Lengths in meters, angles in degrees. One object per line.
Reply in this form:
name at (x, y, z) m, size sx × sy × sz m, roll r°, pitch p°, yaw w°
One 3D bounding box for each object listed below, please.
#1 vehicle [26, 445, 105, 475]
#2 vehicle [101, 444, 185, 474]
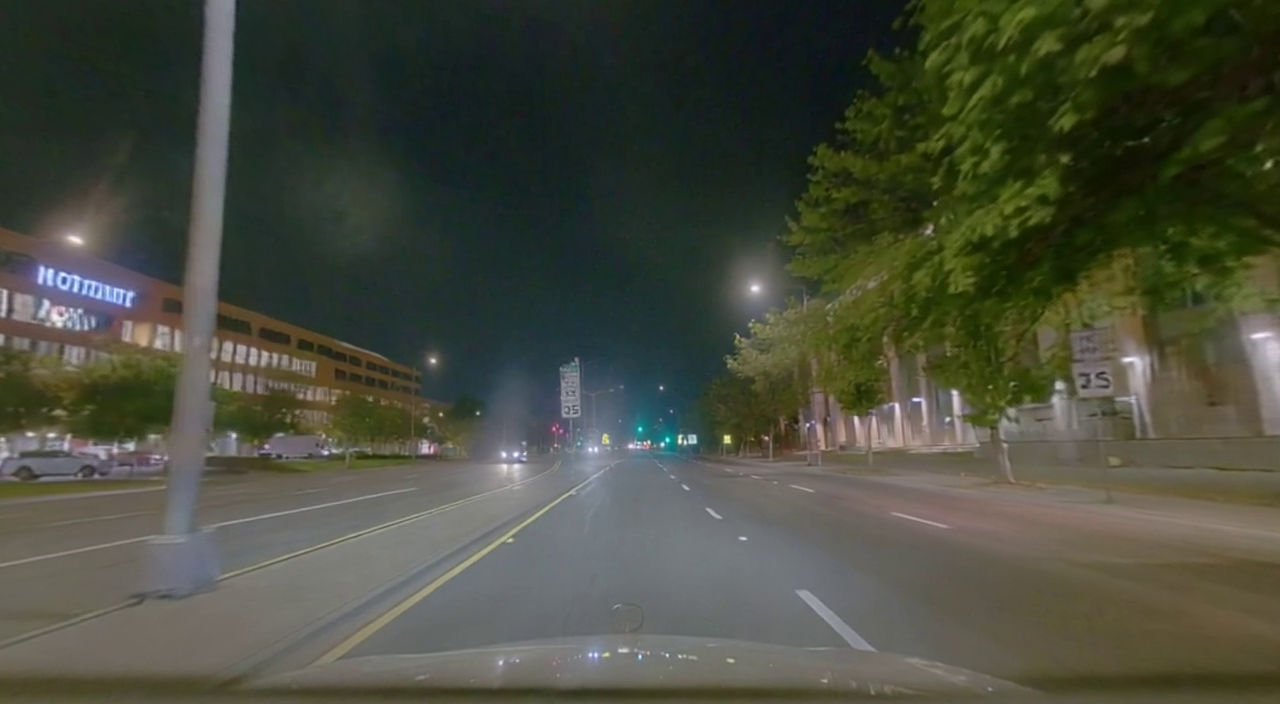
vehicle at (-41.322, 7.769, 45.549) m, size 1.965 × 2.013 × 4.085 m, roll 0°, pitch -8°, yaw -5°
vehicle at (-35.790, 7.665, 45.708) m, size 2.083 × 2.034 × 5.018 m, roll 0°, pitch -8°, yaw -2°
